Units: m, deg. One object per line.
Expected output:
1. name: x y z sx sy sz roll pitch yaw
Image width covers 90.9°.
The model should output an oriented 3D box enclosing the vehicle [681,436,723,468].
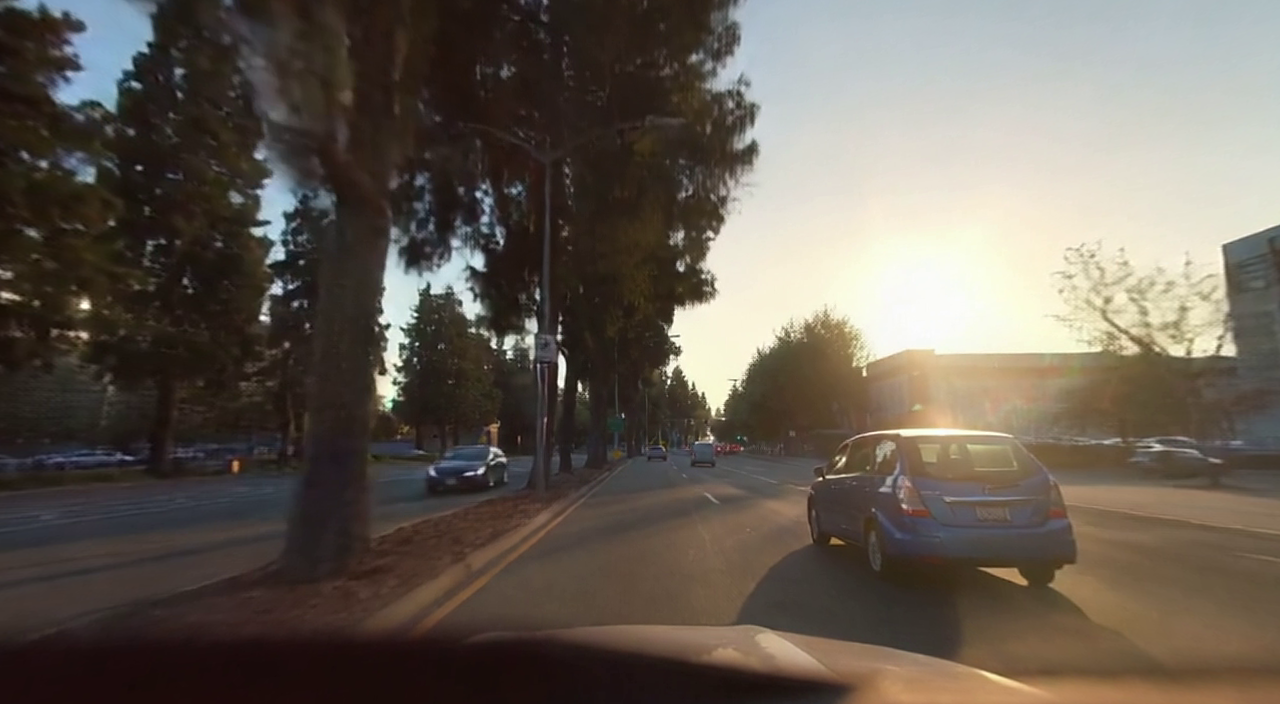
1. vehicle: 3.823 6.248 39.528 2.154 1.844 4.634 0 -8 0

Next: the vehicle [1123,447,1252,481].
1. vehicle: 28.080 5.730 32.506 4.391 1.600 2.137 -2 -8 15

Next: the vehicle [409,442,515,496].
1. vehicle: -5.318 3.529 19.516 1.953 1.462 4.297 0 -8 1

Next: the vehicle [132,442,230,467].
1. vehicle: -28.121 6.296 38.663 4.783 1.452 1.753 -1 -8 5

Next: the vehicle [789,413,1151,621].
1. vehicle: 3.103 1.596 7.067 1.901 1.634 3.952 0 -8 0
